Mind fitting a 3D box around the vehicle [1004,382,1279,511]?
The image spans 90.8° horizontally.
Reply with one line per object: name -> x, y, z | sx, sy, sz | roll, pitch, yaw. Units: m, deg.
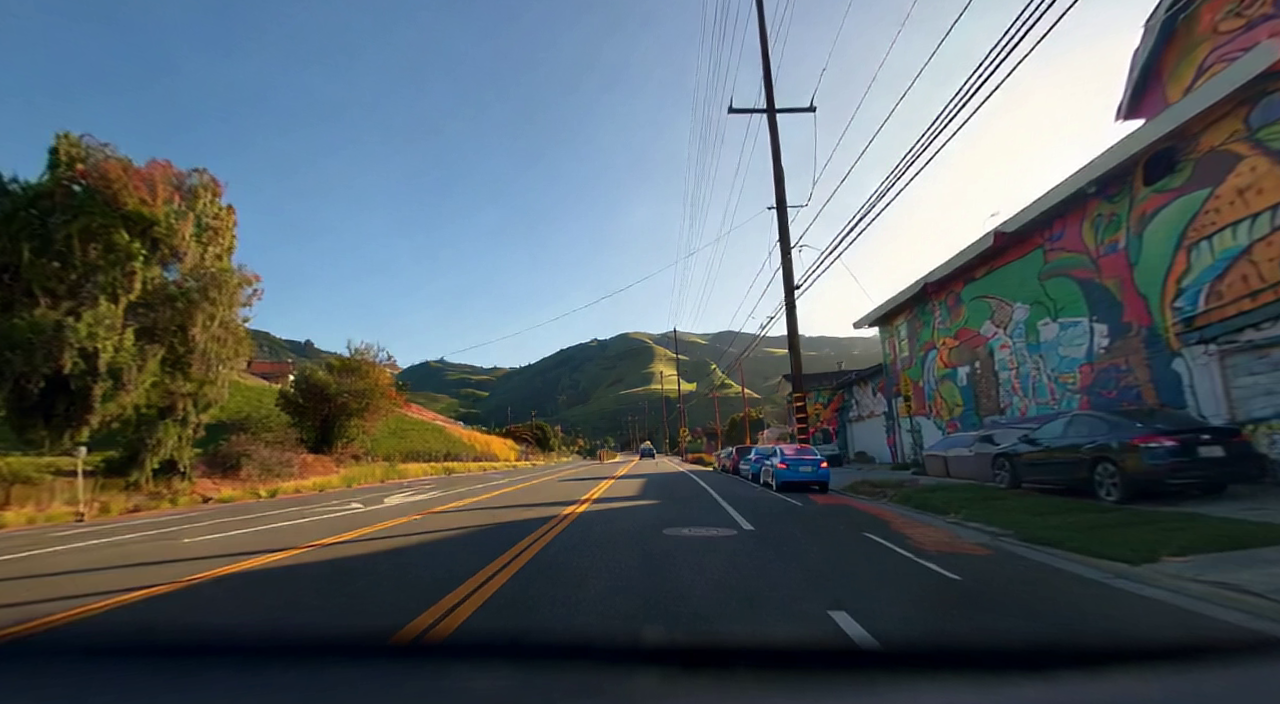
vehicle -> 10.196, 1.946, 13.031 | 2.253, 2.000, 5.259 | -4, -9, 1

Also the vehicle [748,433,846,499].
vehicle -> 5.377, 4.028, 22.341 | 2.072, 1.889, 4.468 | -6, -10, -1
